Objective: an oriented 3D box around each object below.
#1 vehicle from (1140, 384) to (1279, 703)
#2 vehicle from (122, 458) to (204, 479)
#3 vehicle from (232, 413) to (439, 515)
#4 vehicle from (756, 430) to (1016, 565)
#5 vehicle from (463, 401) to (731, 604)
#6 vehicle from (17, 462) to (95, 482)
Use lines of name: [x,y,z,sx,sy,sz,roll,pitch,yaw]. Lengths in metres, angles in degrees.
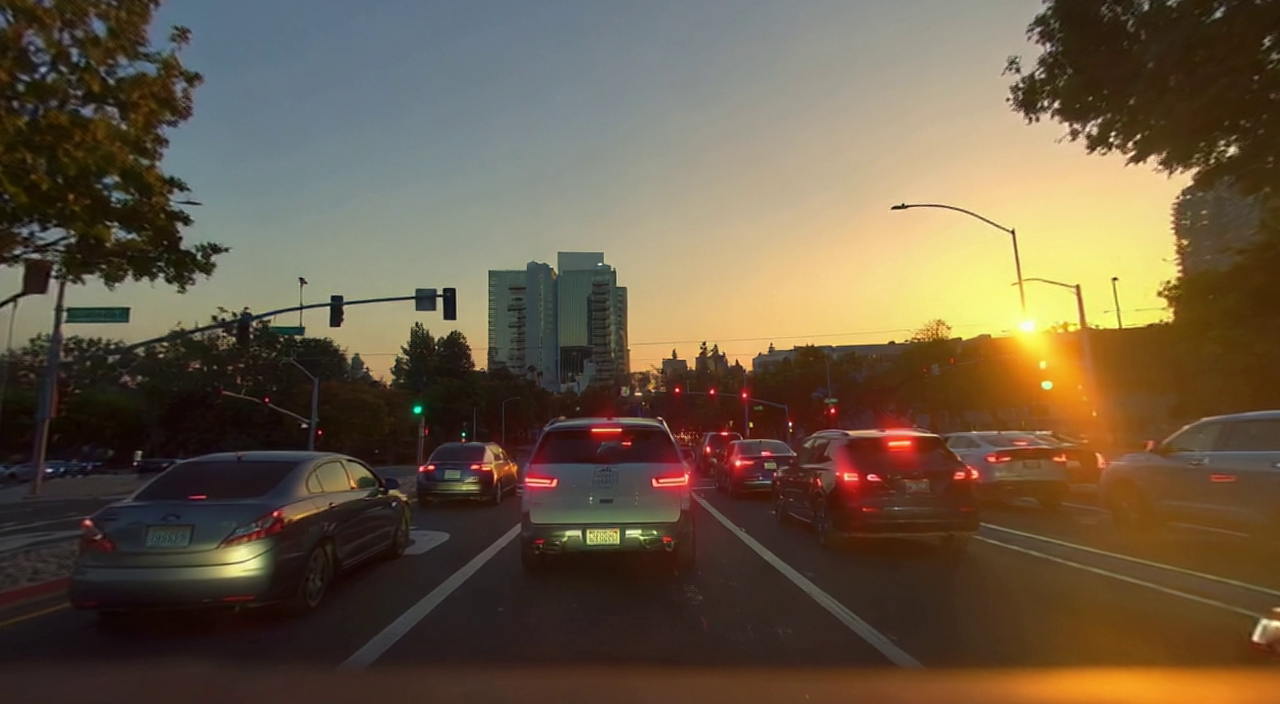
vehicle: [3.281,0.637,0.628,1.980,1.515,4.362,0,-9,1]
vehicle: [-37.366,9.118,49.233,4.914,1.487,1.850,0,-9,1]
vehicle: [-6.742,2.556,14.771,2.214,1.953,5.017,0,-9,1]
vehicle: [3.136,1.951,9.240,1.971,1.473,4.495,0,-9,0]
vehicle: [-0.332,1.573,7.404,2.256,1.694,4.055,0,-9,1]
vehicle: [-45.709,9.370,49.165,4.232,1.498,1.791,0,-9,1]
